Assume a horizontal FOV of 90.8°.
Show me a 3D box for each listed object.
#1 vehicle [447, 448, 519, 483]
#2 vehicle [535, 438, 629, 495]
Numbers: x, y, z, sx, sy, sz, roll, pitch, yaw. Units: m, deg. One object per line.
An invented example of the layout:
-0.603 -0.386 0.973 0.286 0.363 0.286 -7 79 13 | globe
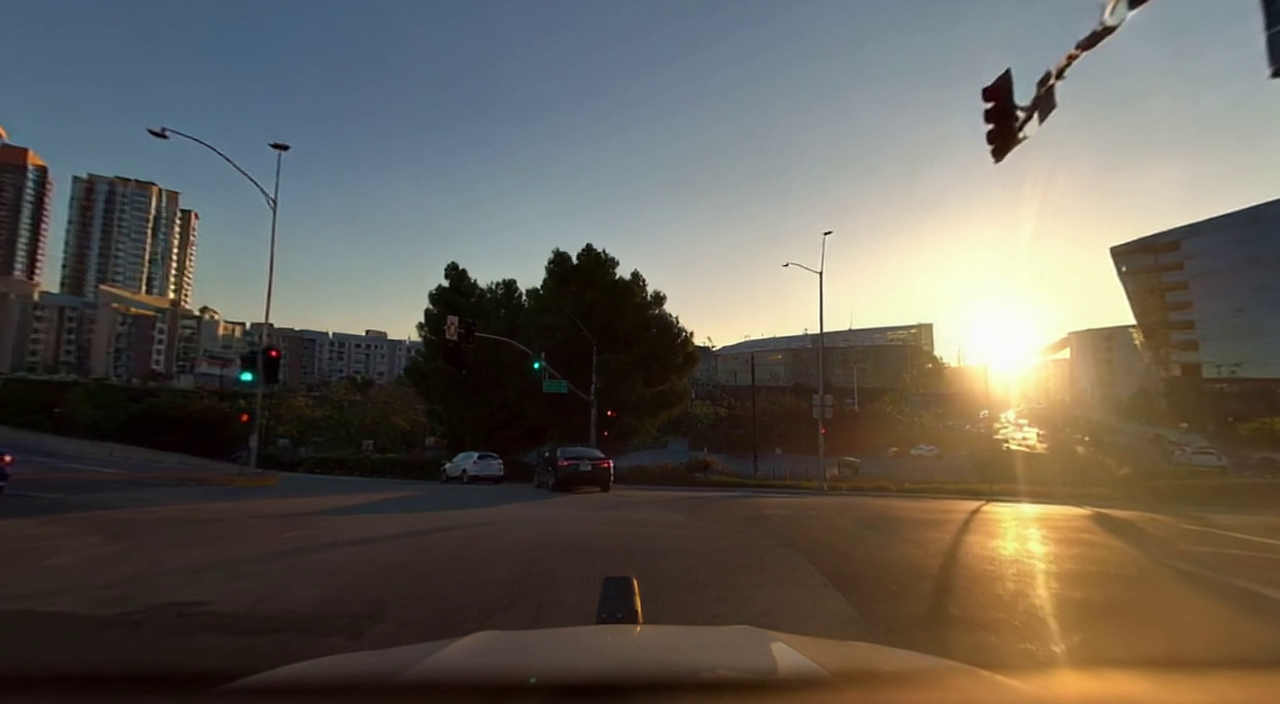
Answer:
-7.984 5.692 31.916 2.007 1.605 3.852 7 -11 -39 | vehicle
-1.878 3.436 19.335 2.048 1.516 3.874 3 -9 -18 | vehicle
